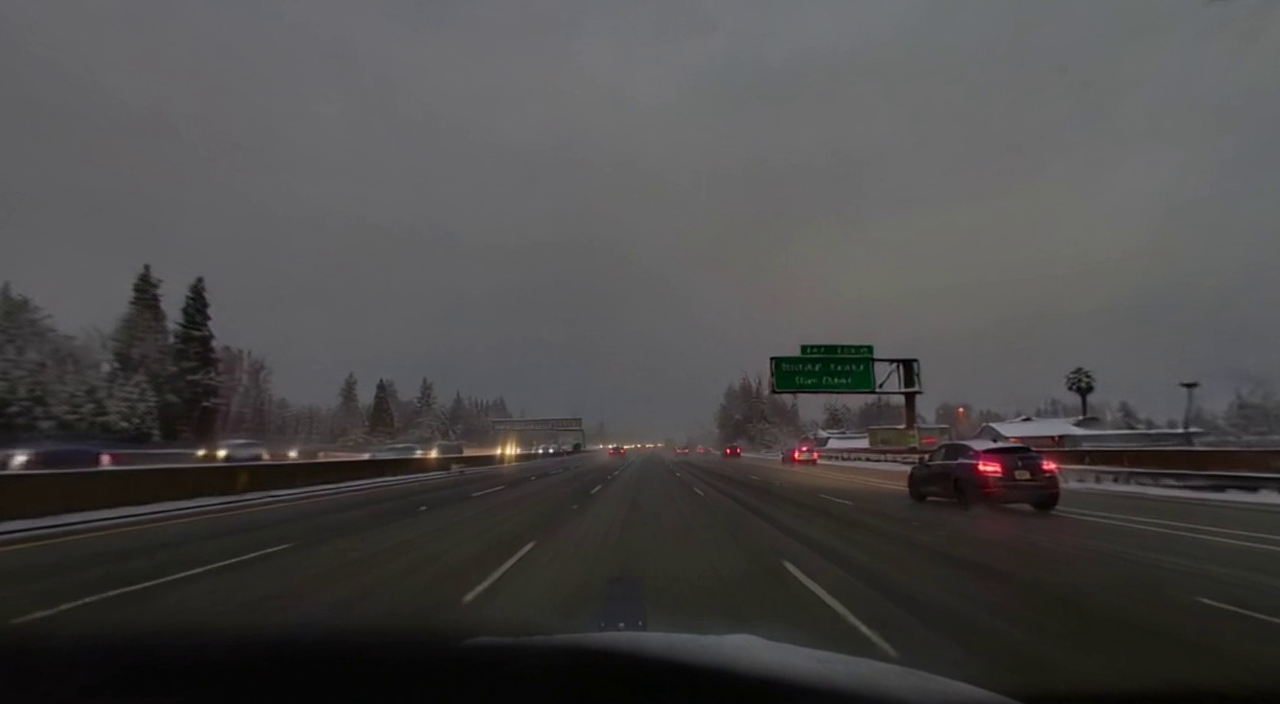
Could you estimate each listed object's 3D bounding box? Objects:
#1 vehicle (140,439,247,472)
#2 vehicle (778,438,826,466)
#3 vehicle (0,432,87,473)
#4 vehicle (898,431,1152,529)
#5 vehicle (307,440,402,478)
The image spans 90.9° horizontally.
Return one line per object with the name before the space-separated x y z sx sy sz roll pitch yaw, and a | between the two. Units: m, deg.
vehicle | -21.853 5.086 31.151 1.845 1.487 4.627 0 -8 1
vehicle | 11.758 7.295 46.155 2.168 1.861 4.678 0 -8 -1
vehicle | -28.561 4.608 28.906 1.972 1.747 4.887 0 -8 0
vehicle | 7.136 2.402 12.487 2.071 1.543 4.702 0 -8 0
vehicle | -12.035 4.526 26.962 1.914 1.462 4.500 0 -8 1
